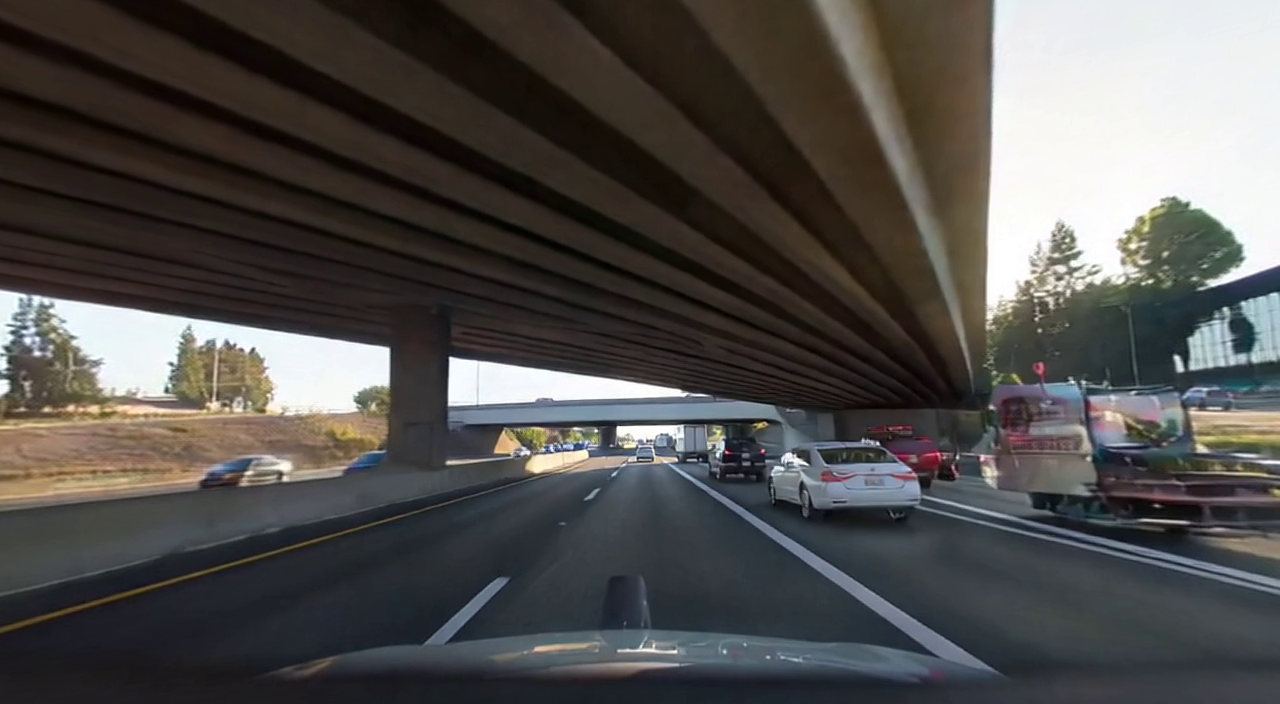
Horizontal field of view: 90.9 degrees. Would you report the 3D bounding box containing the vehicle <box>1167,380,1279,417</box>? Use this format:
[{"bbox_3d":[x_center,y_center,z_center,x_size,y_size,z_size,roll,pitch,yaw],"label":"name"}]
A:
[{"bbox_3d":[33.937,2.787,36.899,2.131,1.840,4.870,-1,-8,4],"label":"vehicle"}]

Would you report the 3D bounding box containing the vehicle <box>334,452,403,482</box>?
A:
[{"bbox_3d":[-15.000,6.370,35.116,1.928,1.479,4.149,0,-8,1],"label":"vehicle"}]

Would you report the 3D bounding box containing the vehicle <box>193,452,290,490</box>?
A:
[{"bbox_3d":[-19.167,5.713,30.607,1.870,1.672,4.349,0,-8,0],"label":"vehicle"}]

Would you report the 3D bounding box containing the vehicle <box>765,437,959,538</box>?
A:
[{"bbox_3d":[3.736,2.342,11.618,1.902,1.481,4.451,0,-8,-1],"label":"vehicle"}]

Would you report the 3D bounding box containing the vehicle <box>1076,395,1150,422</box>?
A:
[{"bbox_3d":[35.259,4.252,47.185,2.024,1.757,4.696,-1,-8,3],"label":"vehicle"}]

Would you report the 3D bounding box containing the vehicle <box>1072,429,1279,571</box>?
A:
[{"bbox_3d":[7.700,1.696,7.572,1.919,1.476,4.303,0,-8,0],"label":"vehicle"}]

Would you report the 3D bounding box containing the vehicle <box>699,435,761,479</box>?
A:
[{"bbox_3d":[4.035,4.803,29.129,2.086,1.858,4.737,0,-8,-1],"label":"vehicle"}]
